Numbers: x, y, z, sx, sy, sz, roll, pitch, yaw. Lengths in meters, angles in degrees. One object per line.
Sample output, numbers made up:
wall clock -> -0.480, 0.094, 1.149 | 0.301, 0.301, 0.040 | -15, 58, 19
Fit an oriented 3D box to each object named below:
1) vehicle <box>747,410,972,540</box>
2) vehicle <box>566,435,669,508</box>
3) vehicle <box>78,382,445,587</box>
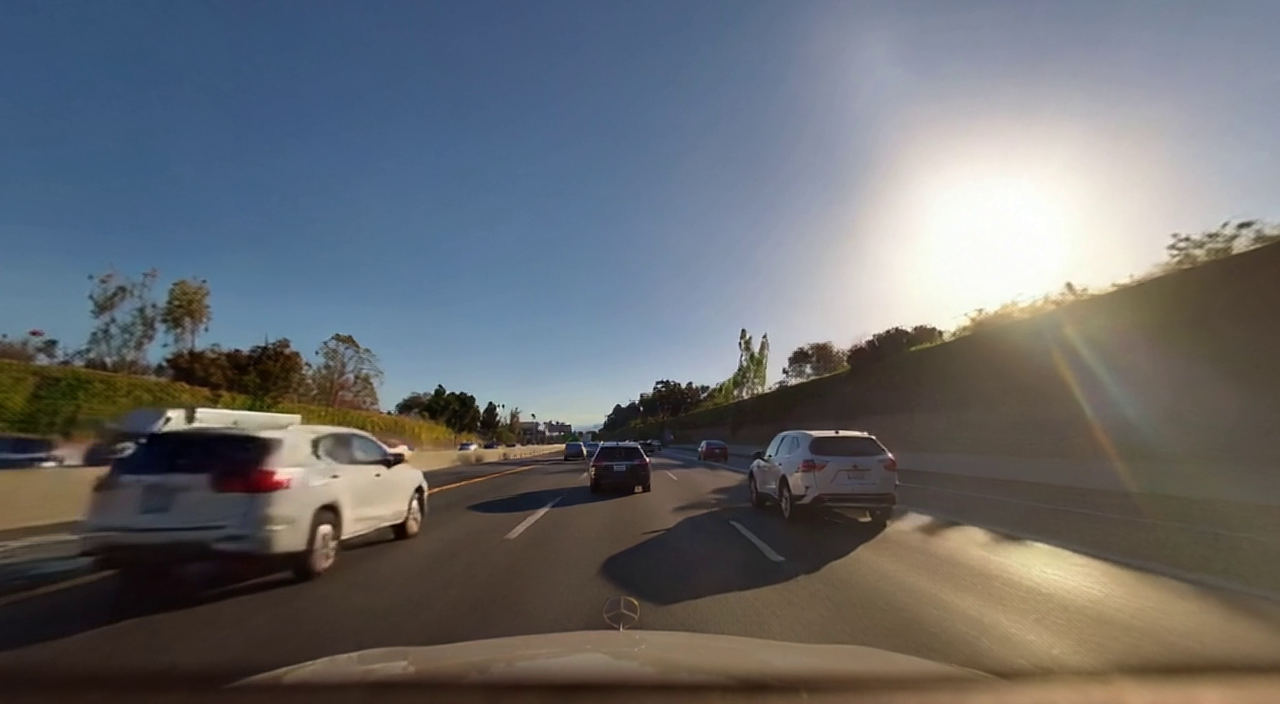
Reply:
vehicle -> 3.466, 2.060, 11.217 | 2.162, 1.800, 4.693 | 0, -8, -2
vehicle -> -0.514, 2.740, 14.956 | 2.098, 1.475, 3.997 | 0, -8, -2
vehicle -> -4.380, 1.621, 8.540 | 1.983, 1.948, 4.822 | 0, -8, -1
